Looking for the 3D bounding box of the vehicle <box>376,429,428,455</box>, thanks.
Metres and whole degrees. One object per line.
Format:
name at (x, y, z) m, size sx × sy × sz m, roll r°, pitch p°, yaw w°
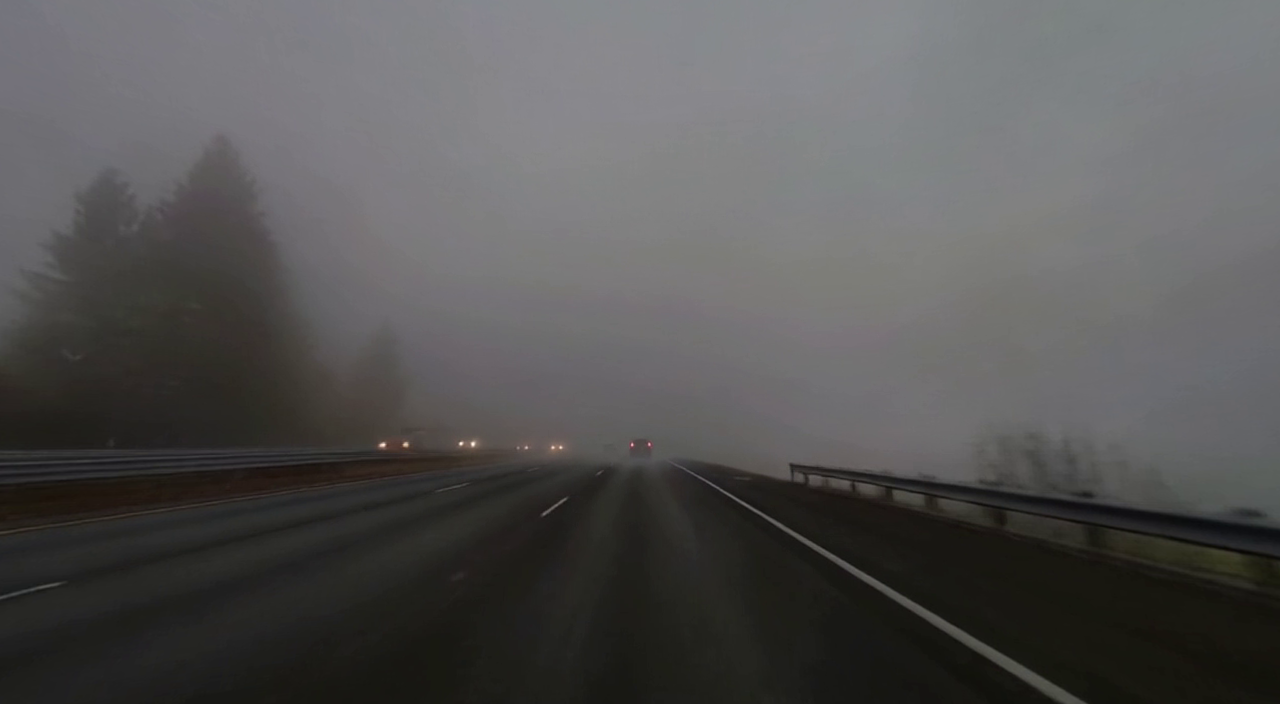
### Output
vehicle at (-16.113, 6.107, 42.766) m, size 1.811 × 1.674 × 4.243 m, roll 0°, pitch -8°, yaw 1°
